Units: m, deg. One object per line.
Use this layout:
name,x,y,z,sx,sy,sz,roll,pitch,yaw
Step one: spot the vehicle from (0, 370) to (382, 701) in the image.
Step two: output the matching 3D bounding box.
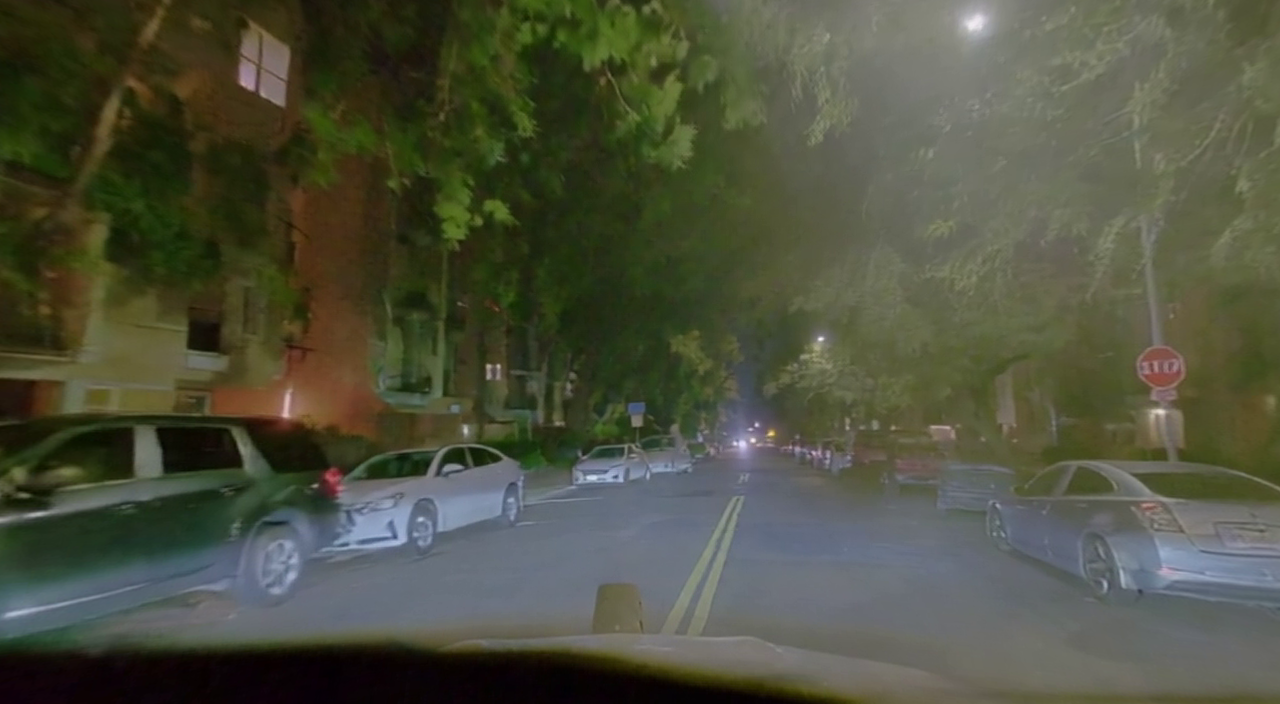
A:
vehicle,-4.169,1.168,4.706,1.946,1.744,4.584,-1,-8,10

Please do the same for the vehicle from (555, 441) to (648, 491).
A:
vehicle,-1.137,3.692,20.972,1.921,1.463,4.313,-2,-8,13

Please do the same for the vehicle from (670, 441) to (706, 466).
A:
vehicle,3.166,6.542,41.053,1.939,1.513,4.401,-1,-8,9

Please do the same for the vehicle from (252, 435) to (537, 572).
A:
vehicle,-3.213,2.038,9.575,1.902,1.478,4.696,-2,-7,9

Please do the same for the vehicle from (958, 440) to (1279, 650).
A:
vehicle,5.156,1.650,6.553,2.084,1.441,4.402,-1,-8,10

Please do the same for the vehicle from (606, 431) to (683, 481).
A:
vehicle,0.347,4.355,27.143,2.229,1.869,5.791,-3,-8,11
